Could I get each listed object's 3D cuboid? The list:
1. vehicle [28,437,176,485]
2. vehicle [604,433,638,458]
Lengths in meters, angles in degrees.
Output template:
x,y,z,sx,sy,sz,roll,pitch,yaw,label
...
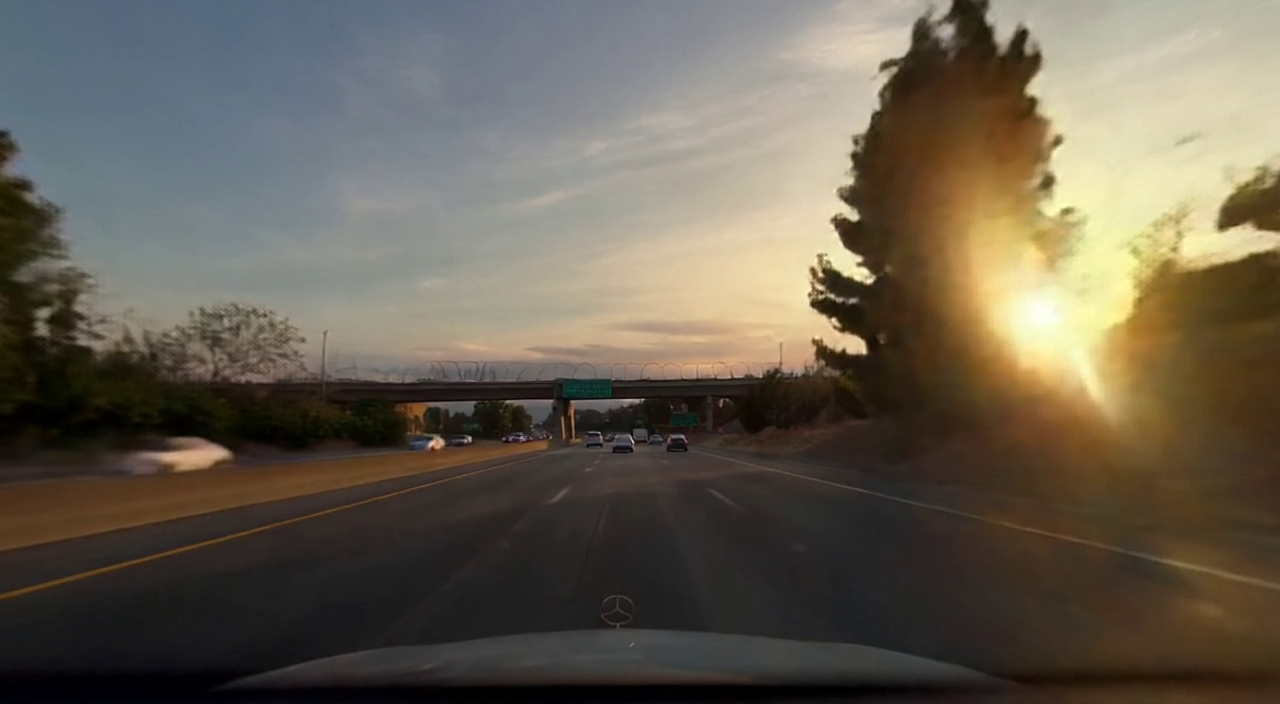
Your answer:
x,y,z,sx,sy,sz,roll,pitch,yaw,label
-17.706,3.553,21.009,1.736,1.438,3.687,0,-8,-2,vehicle
-1.142,5.638,38.198,1.987,1.440,3.565,0,-8,-2,vehicle
